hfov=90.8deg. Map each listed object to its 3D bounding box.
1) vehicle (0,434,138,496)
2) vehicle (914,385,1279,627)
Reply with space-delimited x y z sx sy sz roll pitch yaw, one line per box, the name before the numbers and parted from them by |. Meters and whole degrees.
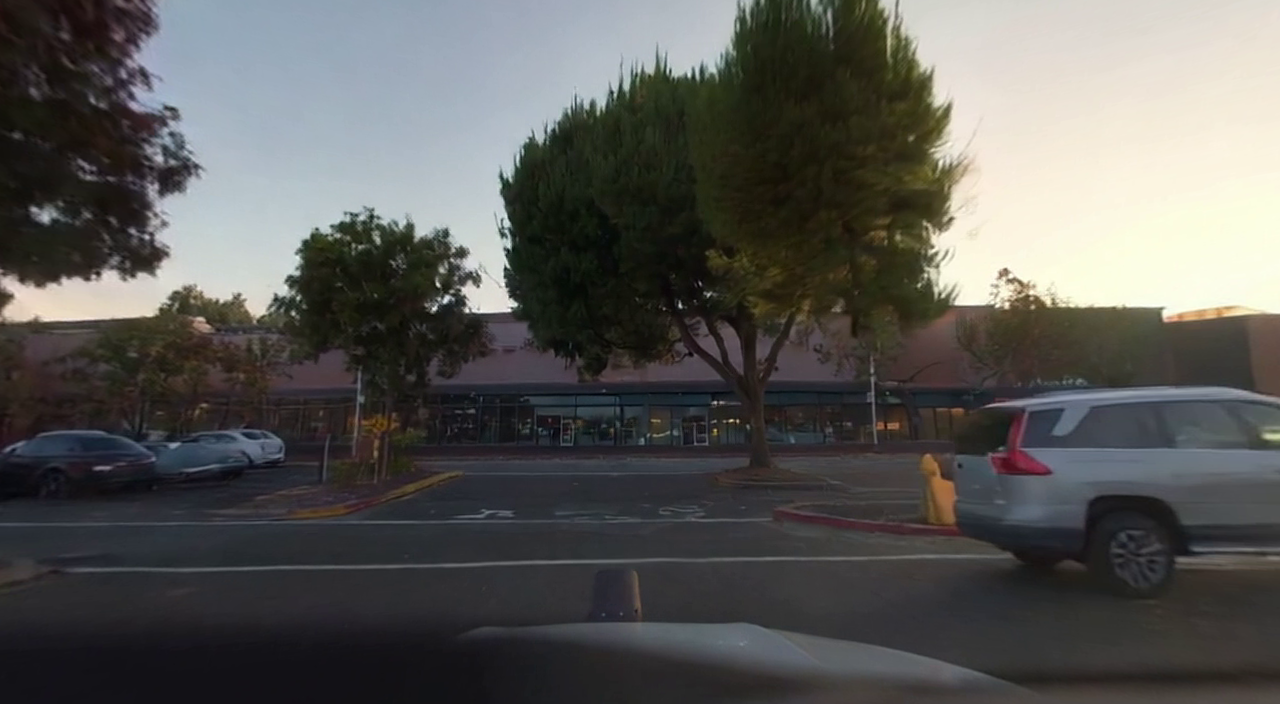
vehicle | -15.849 2.911 16.491 3.963 1.495 1.856 5 -10 -31
vehicle | 5.823 1.250 5.662 5.671 1.718 2.227 0 -8 2
